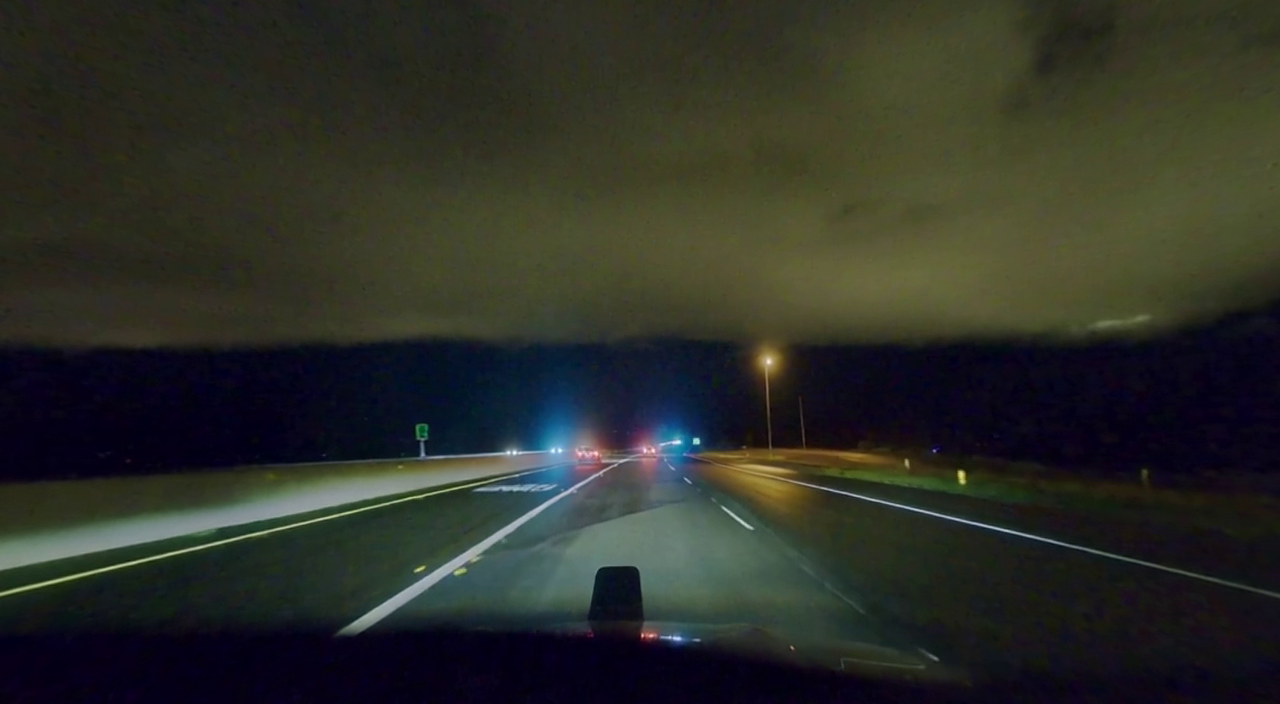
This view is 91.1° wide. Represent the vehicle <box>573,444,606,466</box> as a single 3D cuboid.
[{"bbox_3d":[-3.609,7.498,45.802,2.001,1.521,3.900,-1,-9,1],"label":"vehicle"}]
